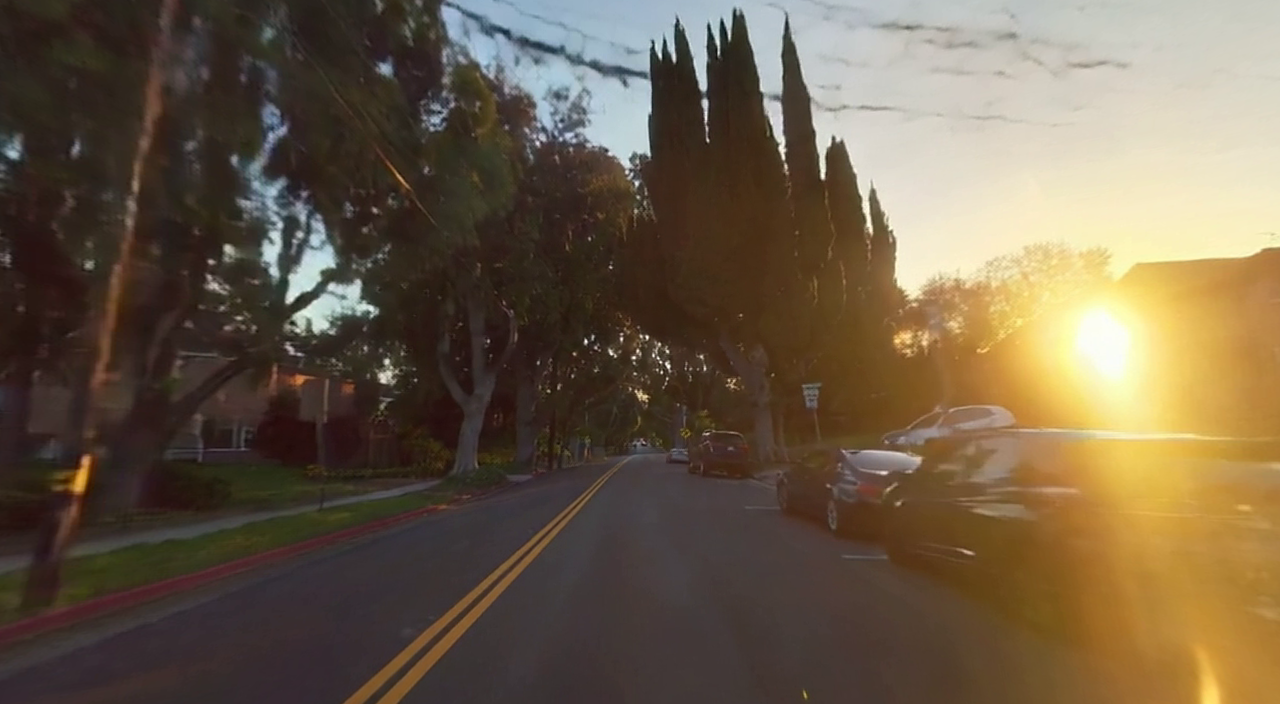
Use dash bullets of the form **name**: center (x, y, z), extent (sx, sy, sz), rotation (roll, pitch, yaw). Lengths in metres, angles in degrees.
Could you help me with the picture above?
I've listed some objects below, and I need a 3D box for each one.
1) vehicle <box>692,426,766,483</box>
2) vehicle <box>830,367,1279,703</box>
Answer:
- **vehicle**: center (3.249, 3.877, 24.148), extent (2.020, 1.900, 5.202), rotation (0, -8, -1)
- **vehicle**: center (3.311, 1.246, 5.284), extent (1.848, 1.624, 5.200), rotation (0, -8, 0)
